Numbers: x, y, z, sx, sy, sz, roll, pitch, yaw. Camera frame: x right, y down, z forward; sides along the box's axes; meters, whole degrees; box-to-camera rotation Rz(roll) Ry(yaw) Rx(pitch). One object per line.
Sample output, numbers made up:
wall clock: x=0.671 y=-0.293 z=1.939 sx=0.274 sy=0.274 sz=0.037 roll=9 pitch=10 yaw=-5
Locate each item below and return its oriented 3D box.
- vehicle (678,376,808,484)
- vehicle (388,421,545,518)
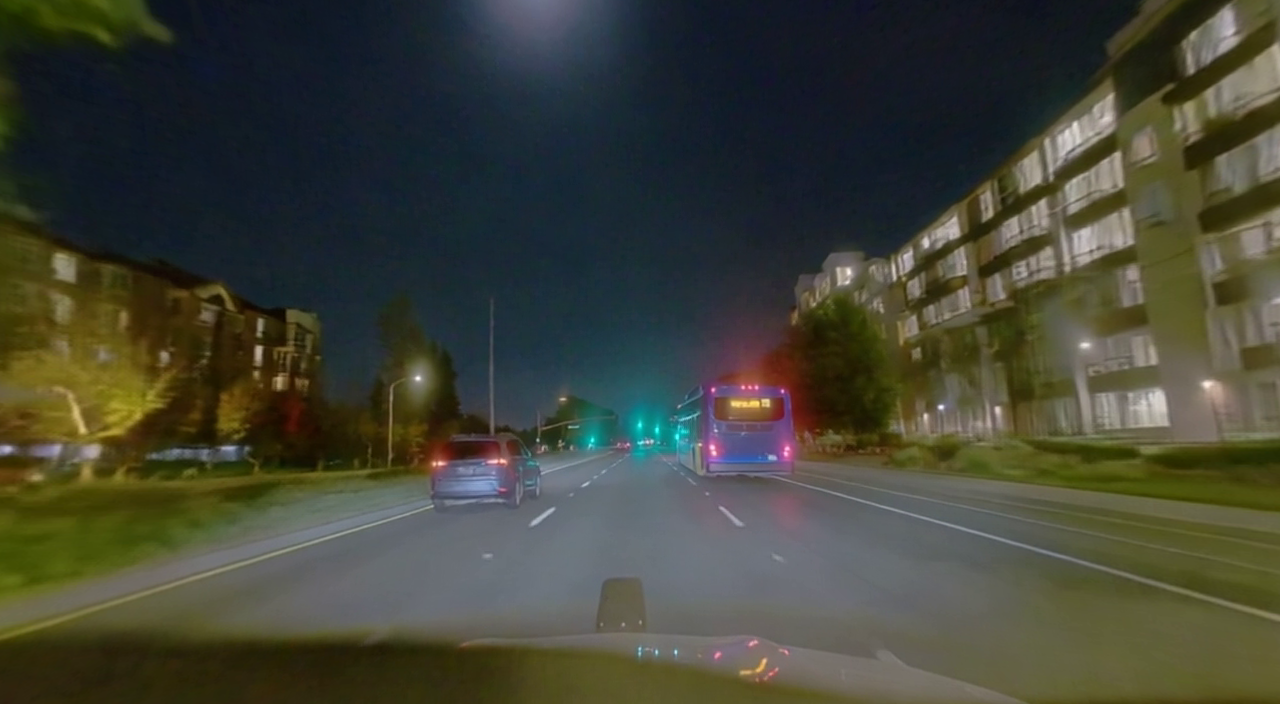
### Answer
vehicle: x=3.519 y=3.249 z=25.530 sx=3.072 sy=3.278 sz=12.747 roll=0 pitch=-8 yaw=0
vehicle: x=-3.522 y=2.467 z=13.750 sx=2.111 sy=1.767 sz=4.333 roll=0 pitch=-8 yaw=1
